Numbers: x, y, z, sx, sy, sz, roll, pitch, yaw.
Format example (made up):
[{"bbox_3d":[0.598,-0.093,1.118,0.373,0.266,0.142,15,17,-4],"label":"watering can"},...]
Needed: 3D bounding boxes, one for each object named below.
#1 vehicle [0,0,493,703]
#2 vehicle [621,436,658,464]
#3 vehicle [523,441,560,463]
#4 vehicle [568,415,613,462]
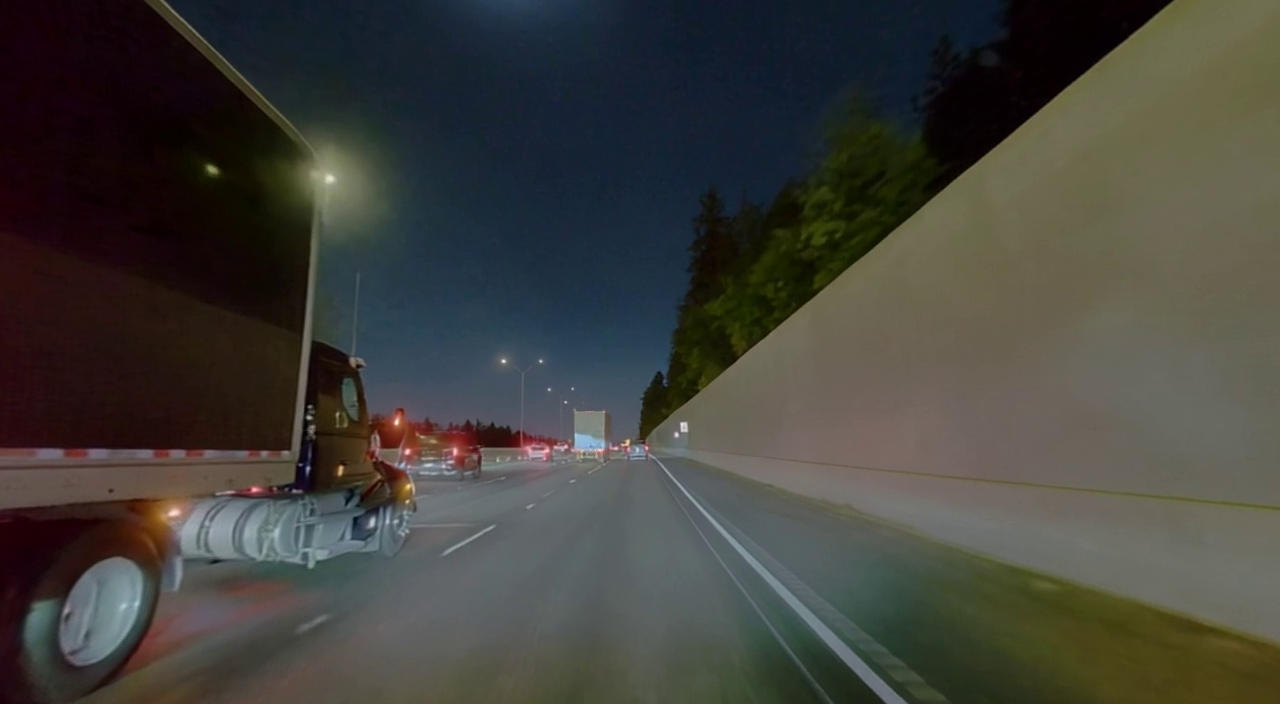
[{"bbox_3d":[-3.807,0.465,4.778,3.025,3.266,9.256,0,-8,1],"label":"vehicle"},{"bbox_3d":[-0.031,6.177,39.688,2.178,1.640,4.071,0,-8,0],"label":"vehicle"},{"bbox_3d":[-7.248,7.397,46.706,1.962,1.489,4.002,0,-8,1],"label":"vehicle"},{"bbox_3d":[-3.697,6.826,49.348,2.956,3.331,9.575,0,-8,-1],"label":"vehicle"}]
